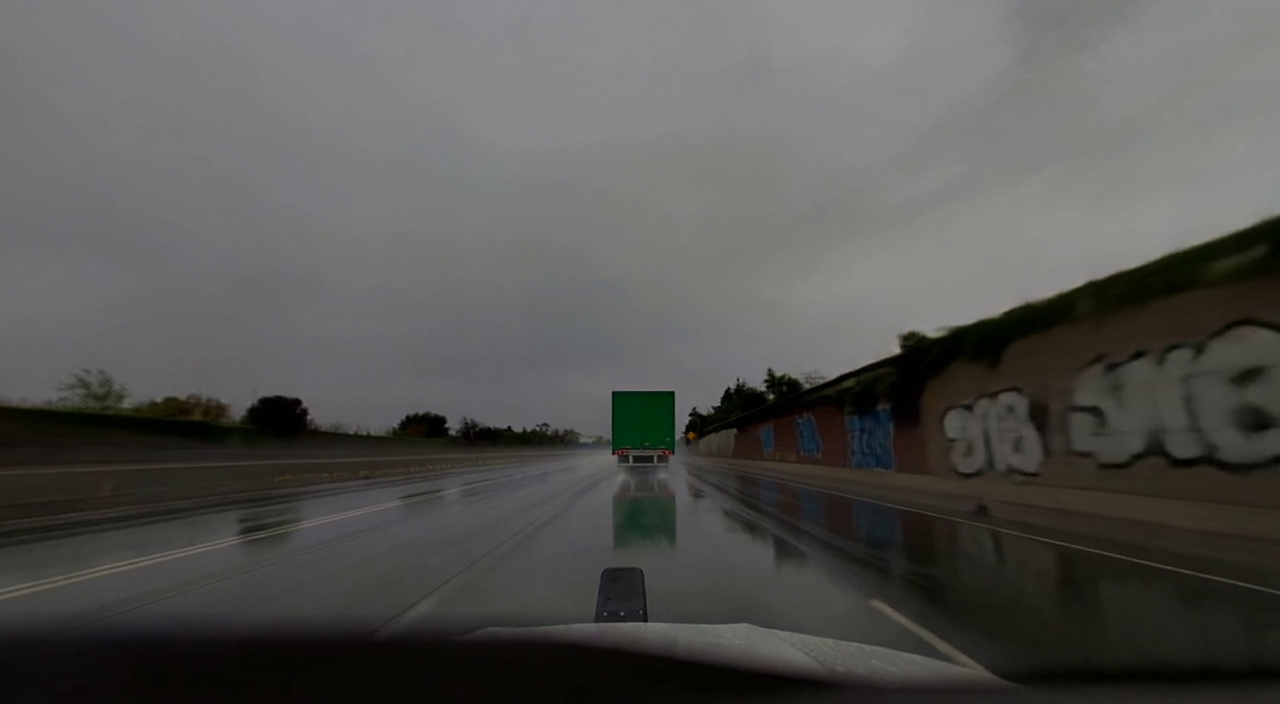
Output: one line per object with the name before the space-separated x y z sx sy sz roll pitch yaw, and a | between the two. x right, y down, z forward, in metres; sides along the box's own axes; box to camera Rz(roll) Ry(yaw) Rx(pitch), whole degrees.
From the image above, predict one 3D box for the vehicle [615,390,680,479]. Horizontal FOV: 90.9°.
vehicle | 0.207 4.502 33.423 2.900 3.955 10.151 0 -9 -1
